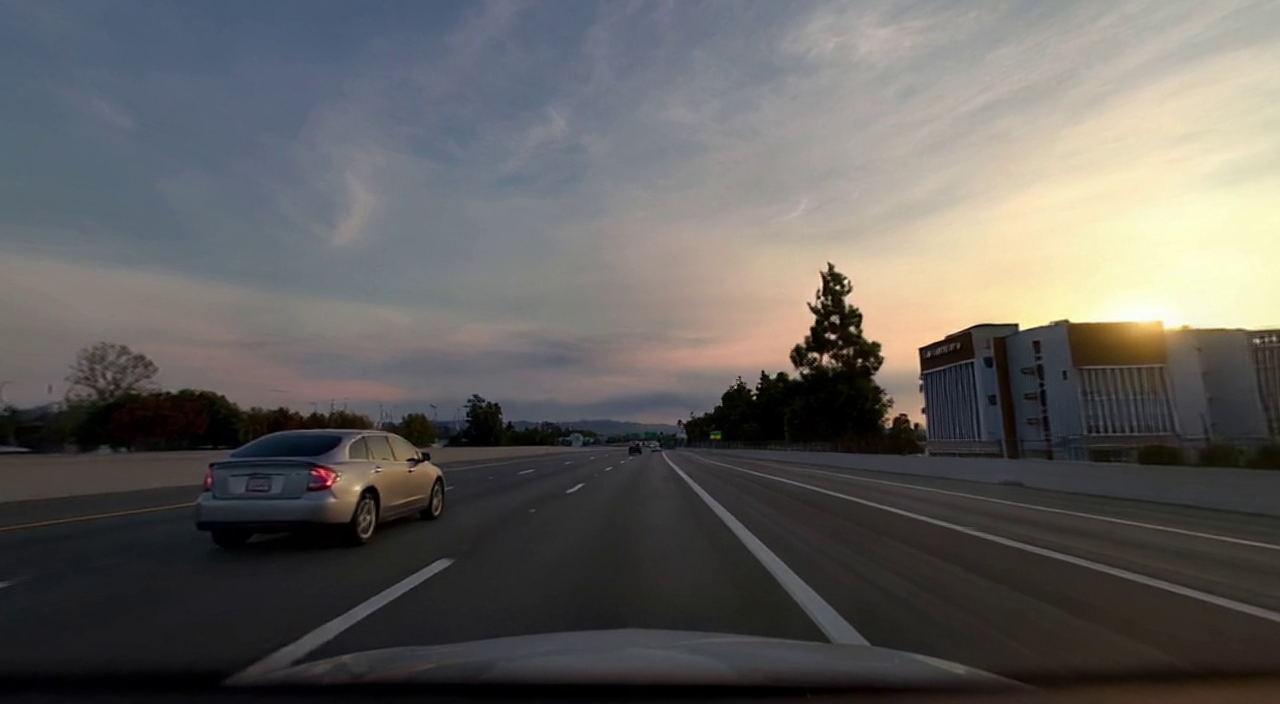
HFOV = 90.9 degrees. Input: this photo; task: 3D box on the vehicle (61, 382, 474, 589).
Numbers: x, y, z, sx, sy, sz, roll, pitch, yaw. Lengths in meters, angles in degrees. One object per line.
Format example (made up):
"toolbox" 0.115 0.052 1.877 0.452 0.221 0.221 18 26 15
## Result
"vehicle" -3.915 1.504 7.970 2.145 1.793 4.762 0 -8 2
